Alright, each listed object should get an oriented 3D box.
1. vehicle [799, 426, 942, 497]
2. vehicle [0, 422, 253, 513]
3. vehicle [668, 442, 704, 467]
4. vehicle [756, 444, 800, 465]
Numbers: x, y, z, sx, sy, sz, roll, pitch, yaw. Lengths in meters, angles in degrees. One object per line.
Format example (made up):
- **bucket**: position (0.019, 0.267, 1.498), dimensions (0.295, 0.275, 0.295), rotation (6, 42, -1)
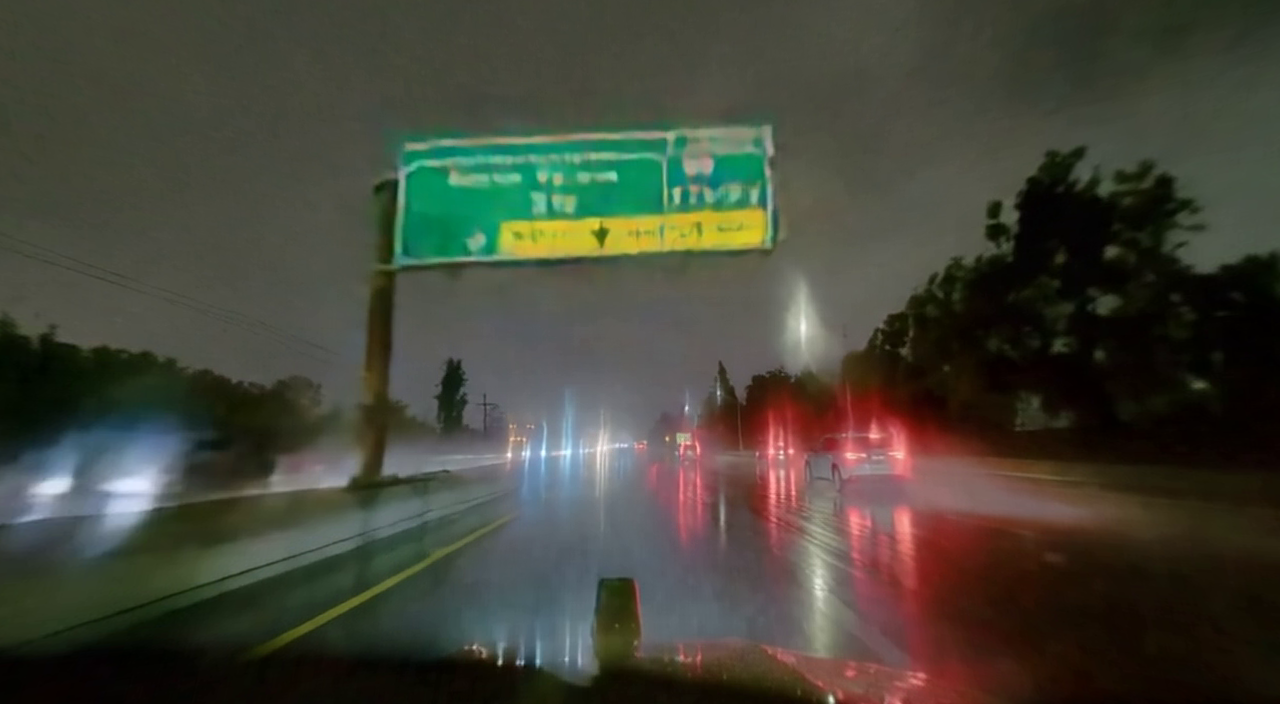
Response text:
- **vehicle**: position (6.746, 3.284, 19.322), dimensions (2.244, 1.858, 5.414), rotation (0, -9, -1)
- **vehicle**: position (-11.960, 2.641, 14.953), dimensions (2.180, 1.736, 5.401), rotation (0, -9, 0)
- **vehicle**: position (3.107, 7.056, 43.613), dimensions (2.018, 1.600, 4.121), rotation (0, -9, -2)
- **vehicle**: position (10.341, 7.730, 47.734), dimensions (1.987, 1.502, 5.130), rotation (0, -9, -2)
